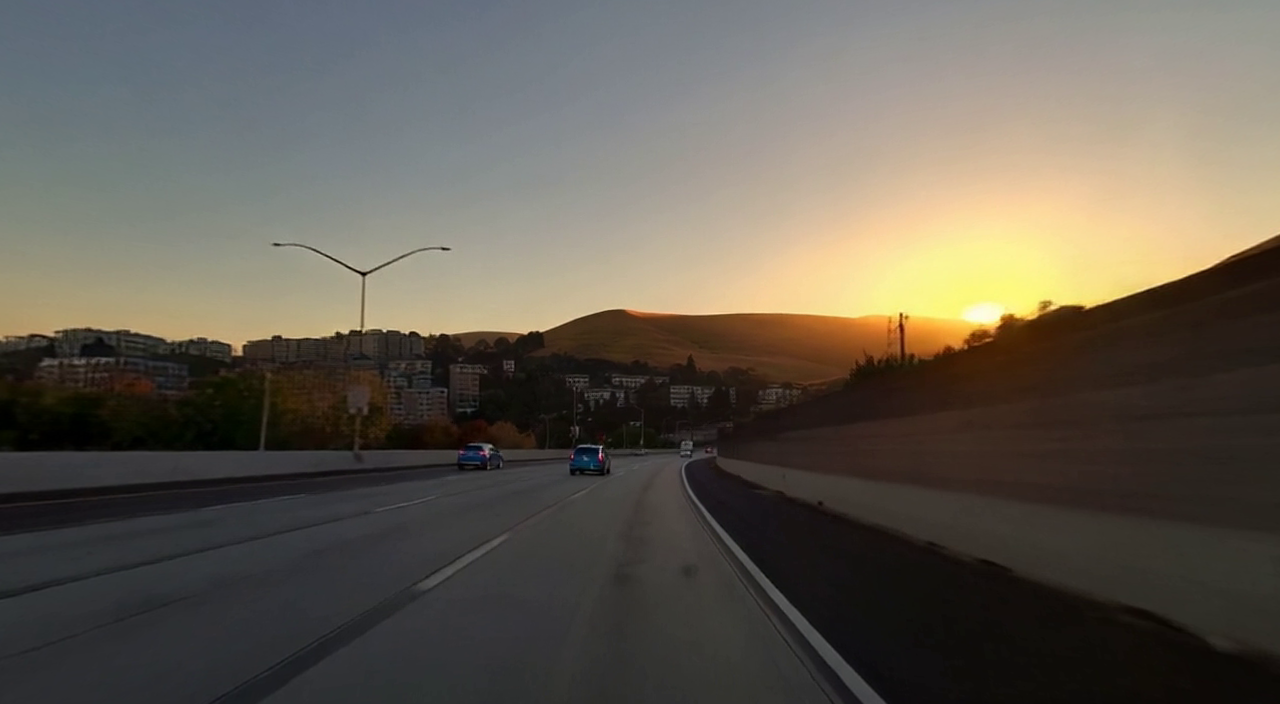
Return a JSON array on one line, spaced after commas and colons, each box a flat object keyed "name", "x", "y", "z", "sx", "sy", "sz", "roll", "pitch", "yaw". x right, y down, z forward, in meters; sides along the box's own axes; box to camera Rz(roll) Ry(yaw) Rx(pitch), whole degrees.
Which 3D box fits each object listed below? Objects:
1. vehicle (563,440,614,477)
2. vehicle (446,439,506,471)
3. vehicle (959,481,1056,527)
[{"name": "vehicle", "x": -2.584, "y": 5.518, "z": 32.883, "sx": 2.028, "sy": 1.782, "sz": 4.150, "roll": -1, "pitch": -8, "yaw": 4}, {"name": "vehicle", "x": -9.634, "y": 6.084, "z": 37.433, "sx": 2.039, "sy": 1.746, "sz": 4.528, "roll": -1, "pitch": -8, "yaw": 5}, {"name": "vehicle", "x": 24.303, "y": 10.038, "z": 42.102, "sx": 2.775, "sy": 2.408, "sz": 6.139, "roll": 0, "pitch": -8, "yaw": 0}]
